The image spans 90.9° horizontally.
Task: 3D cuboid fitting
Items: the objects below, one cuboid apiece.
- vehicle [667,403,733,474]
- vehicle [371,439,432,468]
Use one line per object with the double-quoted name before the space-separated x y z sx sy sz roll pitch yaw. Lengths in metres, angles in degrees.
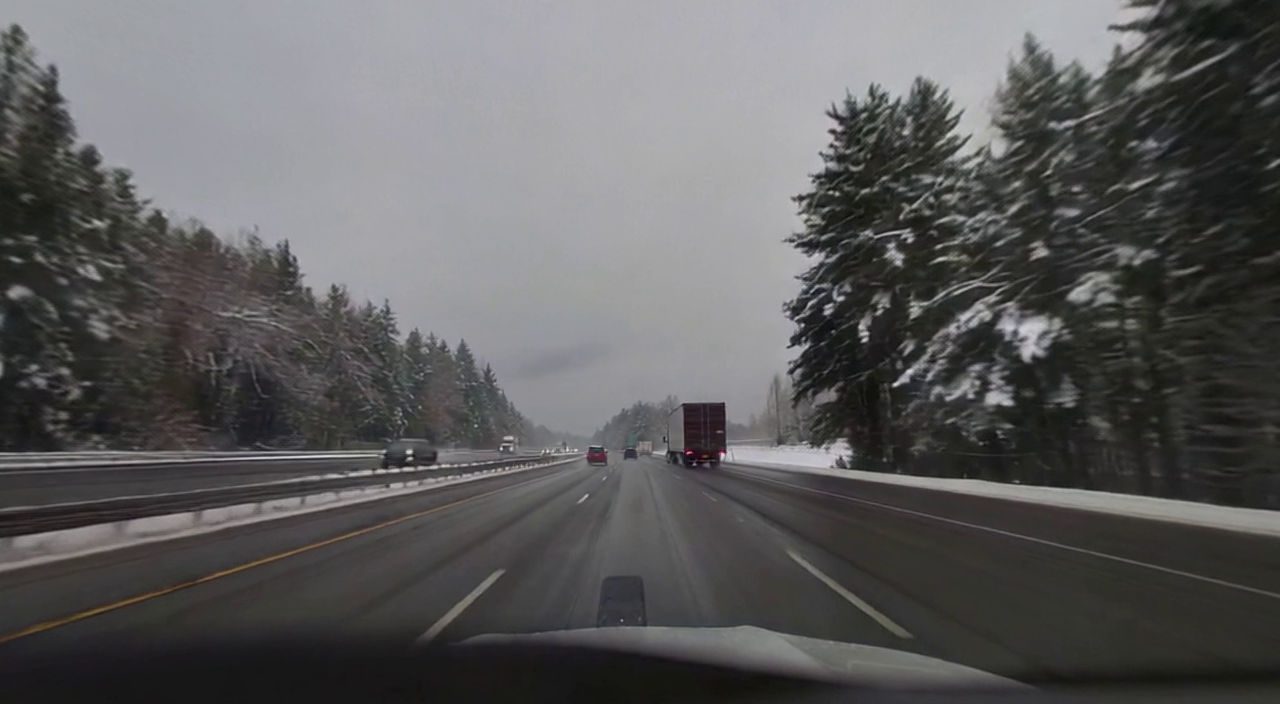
"vehicle" 3.741 6.005 42.999 2.950 4.033 13.276 0 -9 -1
"vehicle" -13.296 5.703 35.403 1.896 1.520 4.043 0 -9 -2
